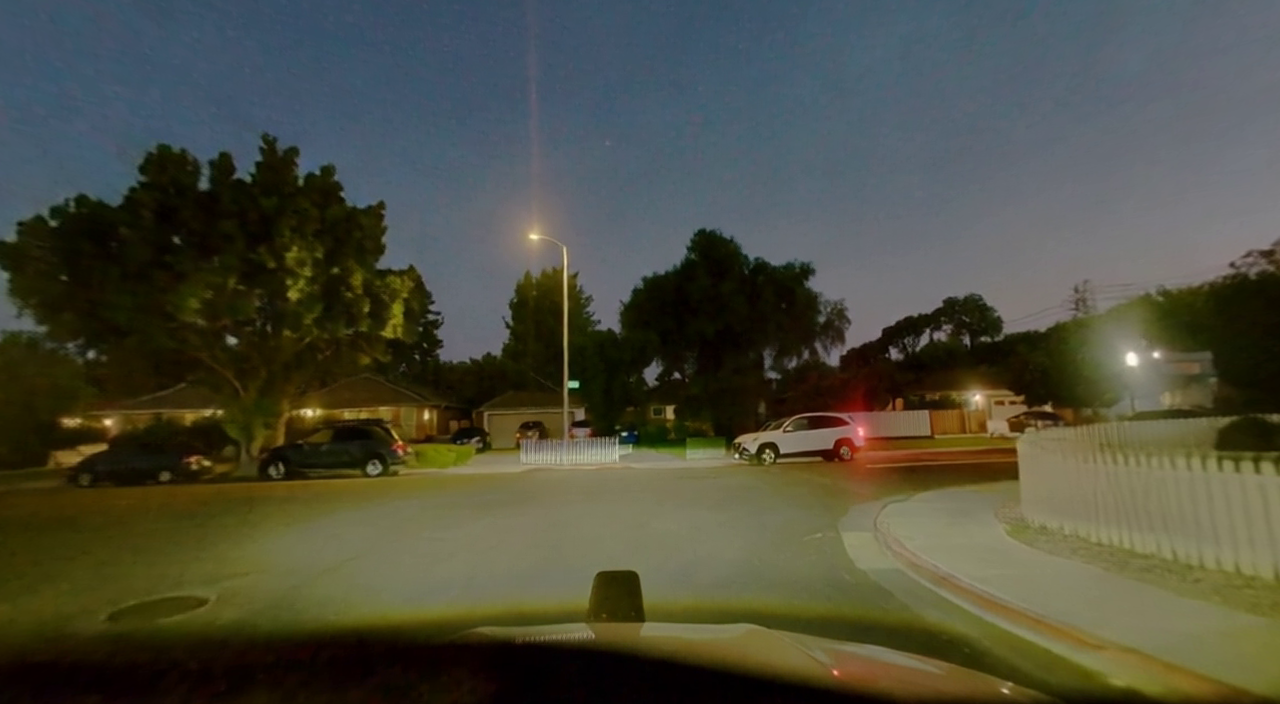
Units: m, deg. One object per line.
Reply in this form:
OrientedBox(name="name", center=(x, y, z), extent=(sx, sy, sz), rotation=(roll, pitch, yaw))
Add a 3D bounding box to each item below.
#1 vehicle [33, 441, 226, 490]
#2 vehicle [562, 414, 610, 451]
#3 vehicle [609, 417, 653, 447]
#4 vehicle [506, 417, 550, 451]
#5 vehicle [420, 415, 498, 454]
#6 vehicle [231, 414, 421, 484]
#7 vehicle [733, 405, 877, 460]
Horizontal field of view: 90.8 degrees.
OrientedBox(name="vehicle", center=(-16.914, 3.773, 21.166), extent=(4.650, 1.480, 1.782), rotation=(1, -9, -8))
OrientedBox(name="vehicle", center=(-3.210, 4.655, 36.465), extent=(2.278, 1.969, 5.533), rotation=(1, -8, -10))
OrientedBox(name="vehicle", center=(-0.636, 4.843, 38.014), extent=(2.005, 1.699, 4.234), rotation=(1, -8, -10))
OrientedBox(name="vehicle", center=(-6.824, 5.017, 38.327), extent=(2.391, 1.894, 5.075), rotation=(1, -8, -11))
OrientedBox(name="vehicle", center=(-10.519, 4.803, 36.412), extent=(2.307, 2.043, 5.475), rotation=(7, -11, -38))
OrientedBox(name="vehicle", center=(-10.803, 3.362, 22.220), extent=(5.419, 2.292, 2.272), rotation=(1, -7, -8))
OrientedBox(name="vehicle", center=(6.272, 3.141, 24.409), extent=(4.919, 1.969, 2.104), rotation=(2, -9, -5))
